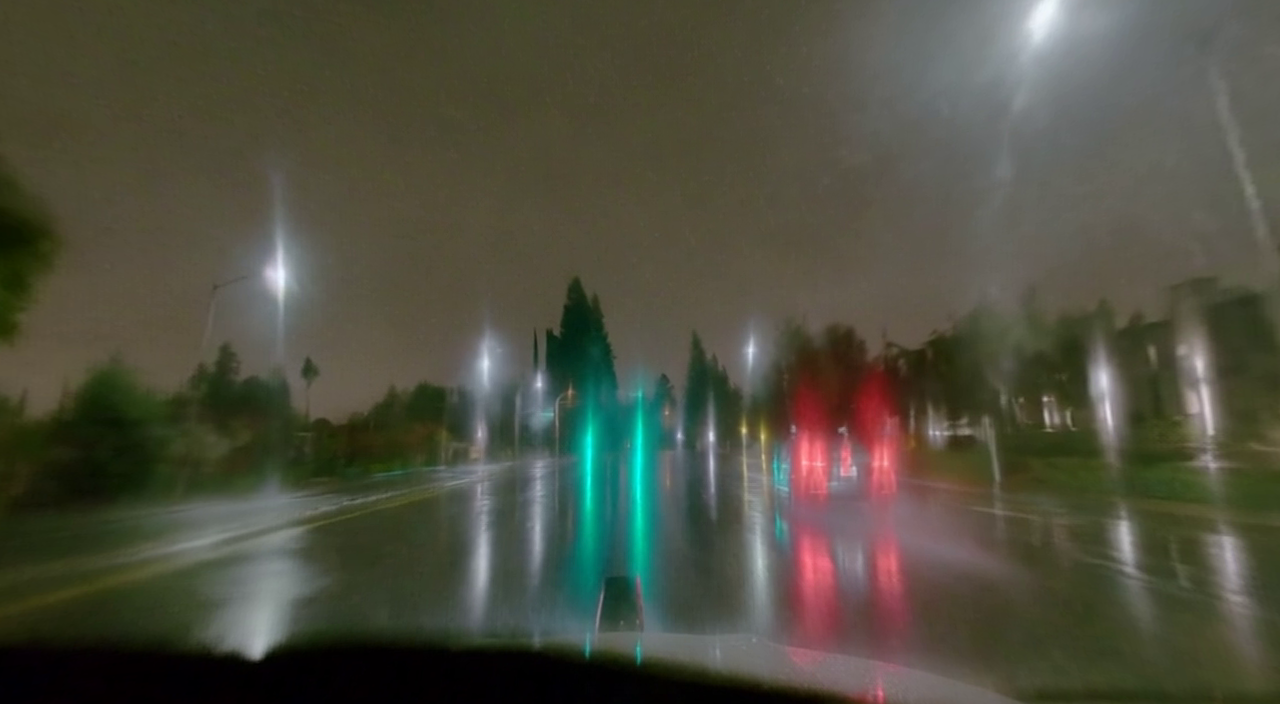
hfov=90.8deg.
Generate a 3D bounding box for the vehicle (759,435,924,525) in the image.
[{"bbox_3d":[3.695,2.411,12.437,1.852,1.453,4.083,0,-9,0],"label":"vehicle"}]
